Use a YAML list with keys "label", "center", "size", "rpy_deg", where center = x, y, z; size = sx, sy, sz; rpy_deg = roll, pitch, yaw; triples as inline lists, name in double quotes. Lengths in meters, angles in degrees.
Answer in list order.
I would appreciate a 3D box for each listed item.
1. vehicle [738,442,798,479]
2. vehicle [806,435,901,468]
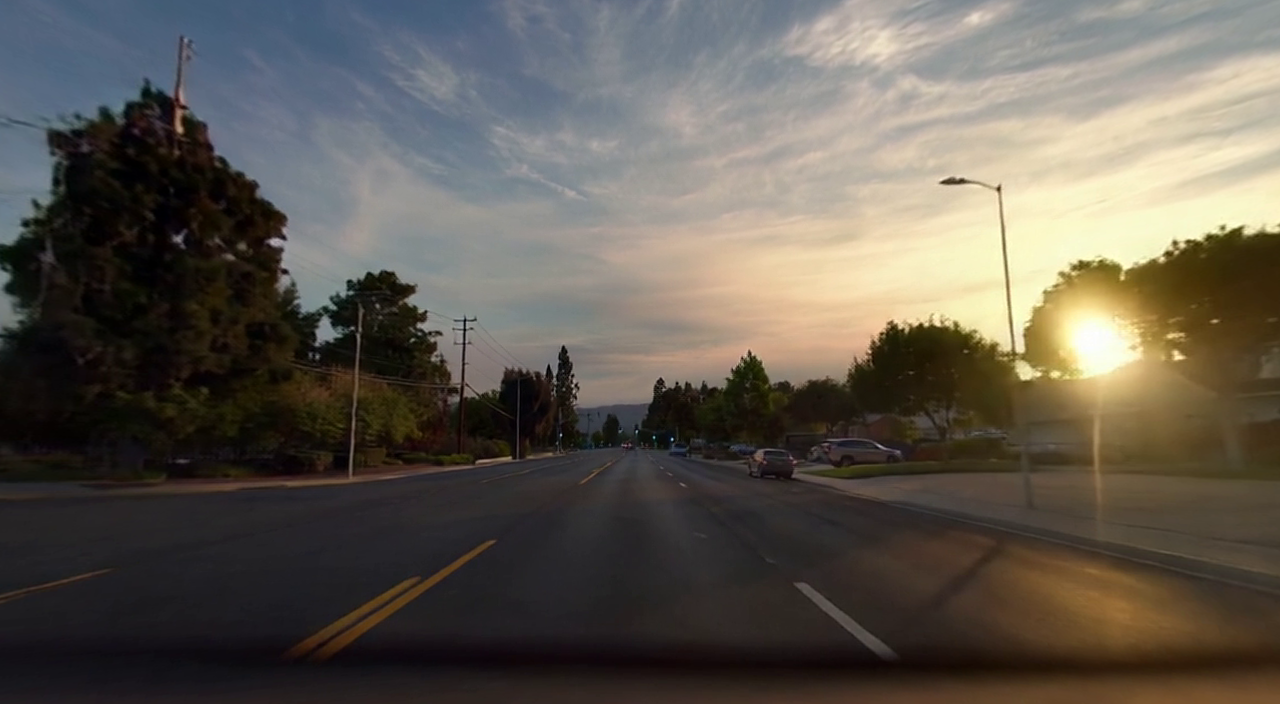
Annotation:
- label: "vehicle"
  center: [6.637, 5.653, 33.241]
  size: [2.043, 1.747, 4.680]
  rpy_deg: [0, -9, -2]
- label: "vehicle"
  center: [12.922, 6.051, 38.440]
  size: [5.037, 1.925, 2.021]
  rpy_deg: [-1, -9, 3]
